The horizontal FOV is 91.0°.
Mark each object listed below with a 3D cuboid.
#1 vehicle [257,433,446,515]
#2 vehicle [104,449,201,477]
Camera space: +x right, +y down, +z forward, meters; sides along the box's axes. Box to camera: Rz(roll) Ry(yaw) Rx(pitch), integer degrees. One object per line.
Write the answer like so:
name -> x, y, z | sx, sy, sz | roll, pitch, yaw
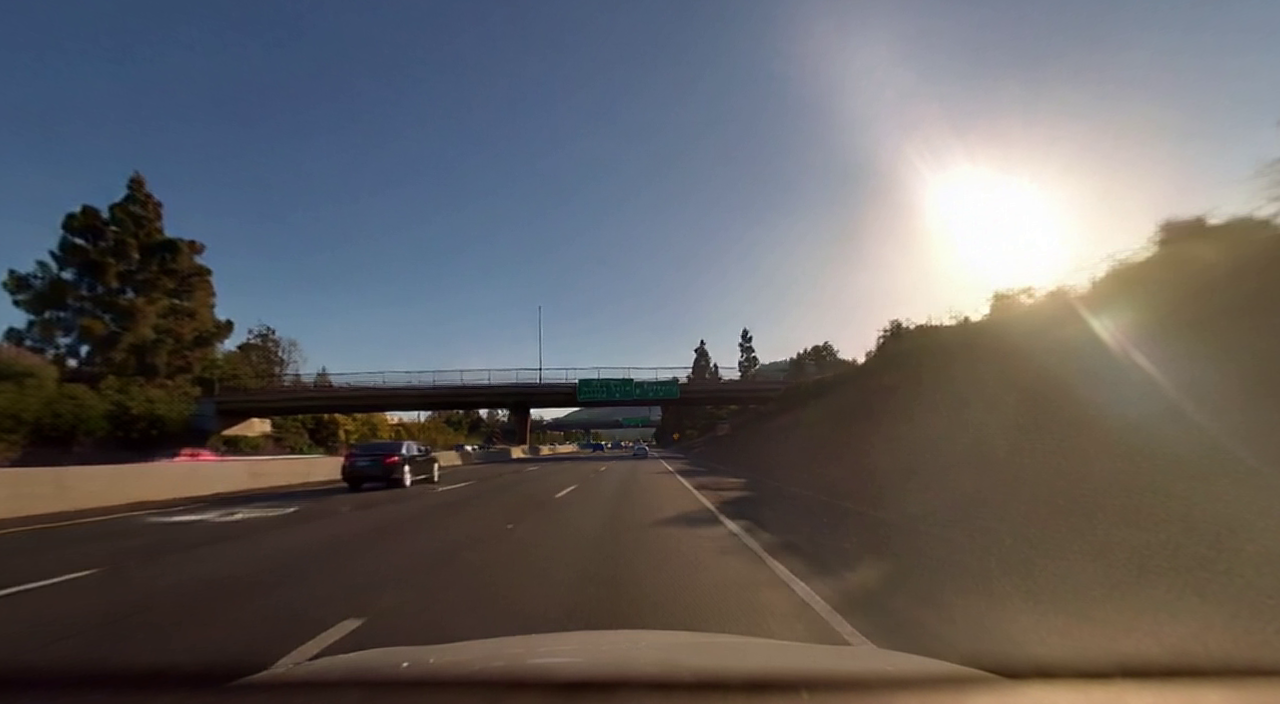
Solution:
vehicle -> -6.270, 2.693, 14.469 | 1.916, 1.545, 4.757 | 0, -8, 2
vehicle -> -28.454, 6.439, 36.968 | 1.911, 1.494, 4.646 | 0, -8, 1
